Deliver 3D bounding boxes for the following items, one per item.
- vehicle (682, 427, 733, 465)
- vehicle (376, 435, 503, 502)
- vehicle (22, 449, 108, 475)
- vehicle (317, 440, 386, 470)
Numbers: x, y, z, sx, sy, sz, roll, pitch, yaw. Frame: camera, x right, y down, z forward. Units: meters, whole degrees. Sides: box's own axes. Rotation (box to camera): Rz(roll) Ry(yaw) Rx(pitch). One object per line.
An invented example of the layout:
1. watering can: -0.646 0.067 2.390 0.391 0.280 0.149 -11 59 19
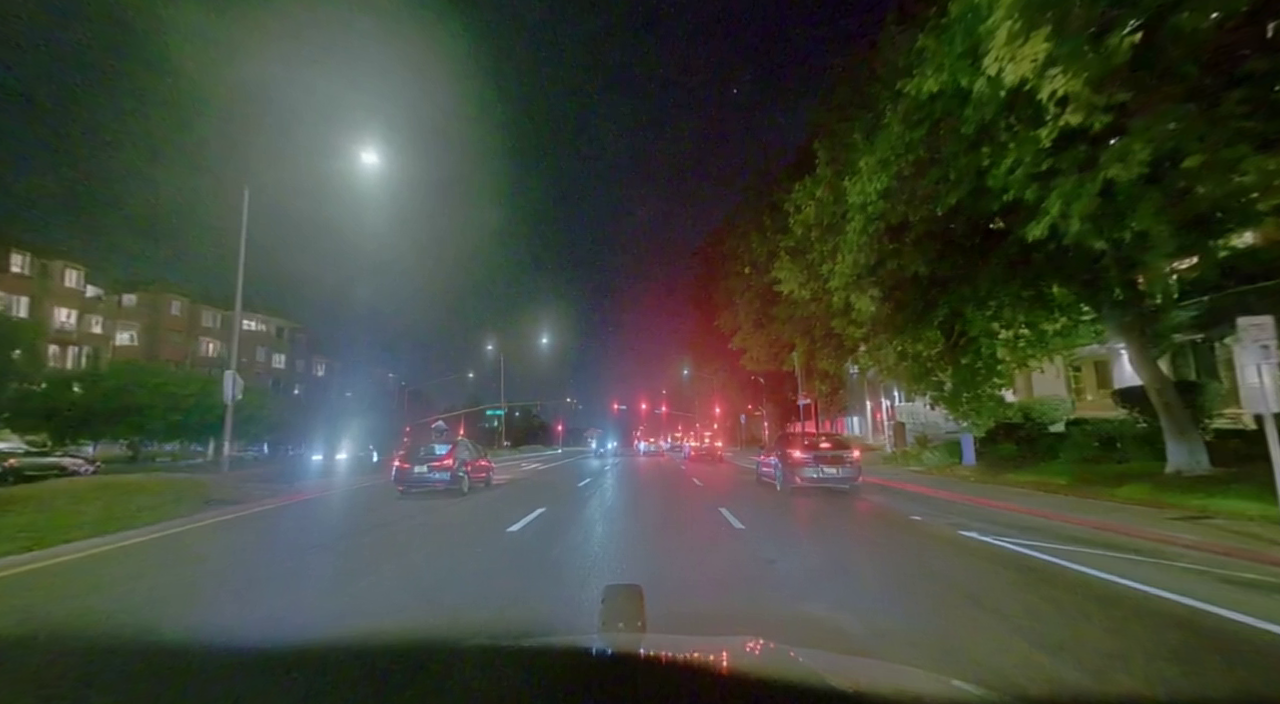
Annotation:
1. vehicle: 3.468 4.964 33.206 2.141 1.833 4.704 0 -8 -1
2. vehicle: -4.956 2.917 16.268 1.926 1.465 4.620 0 -8 -2
3. vehicle: -38.811 7.395 42.528 1.832 1.642 4.246 0 -8 -1
4. vehicle: -17.697 6.330 38.740 2.085 1.700 4.498 0 -8 1
